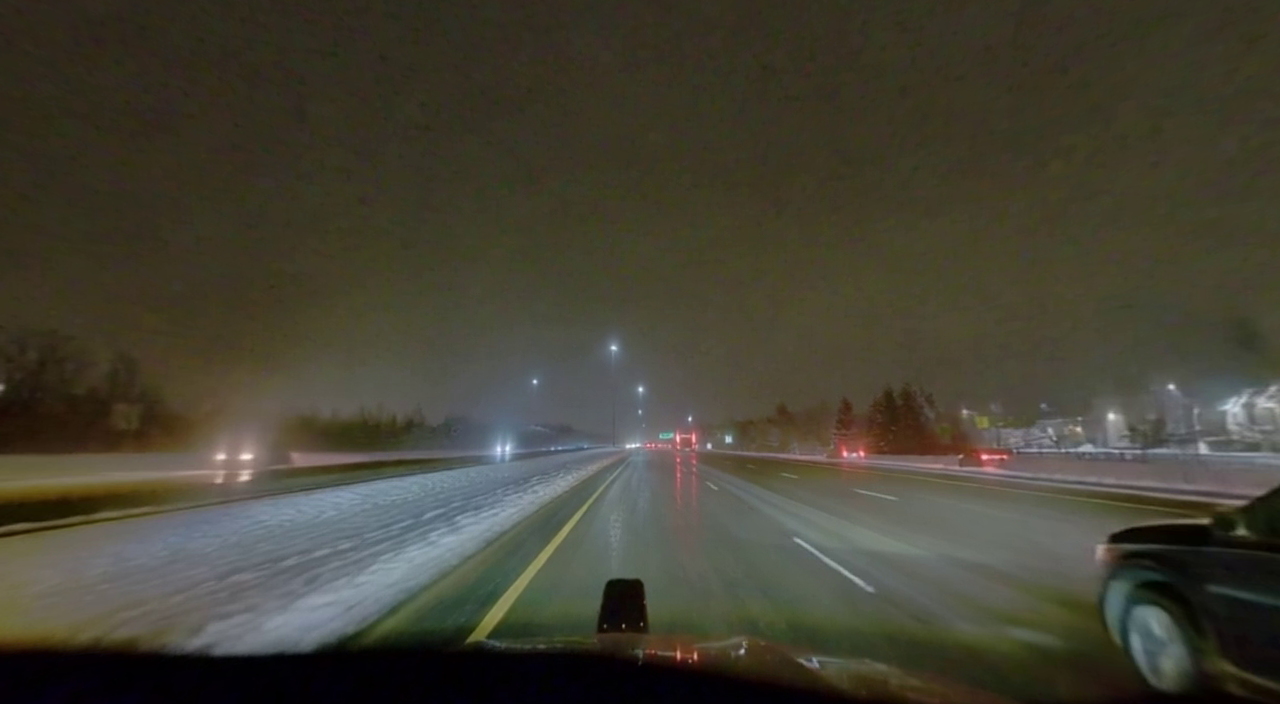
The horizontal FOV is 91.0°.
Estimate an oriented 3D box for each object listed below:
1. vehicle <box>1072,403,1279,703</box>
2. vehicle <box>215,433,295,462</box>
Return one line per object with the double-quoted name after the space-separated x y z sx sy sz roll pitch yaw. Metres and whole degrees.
3.476 0.771 1.224 2.091 1.482 4.522 0 -8 1 "vehicle"
-20.050 4.982 32.939 1.809 1.431 3.660 0 -8 1 "vehicle"
